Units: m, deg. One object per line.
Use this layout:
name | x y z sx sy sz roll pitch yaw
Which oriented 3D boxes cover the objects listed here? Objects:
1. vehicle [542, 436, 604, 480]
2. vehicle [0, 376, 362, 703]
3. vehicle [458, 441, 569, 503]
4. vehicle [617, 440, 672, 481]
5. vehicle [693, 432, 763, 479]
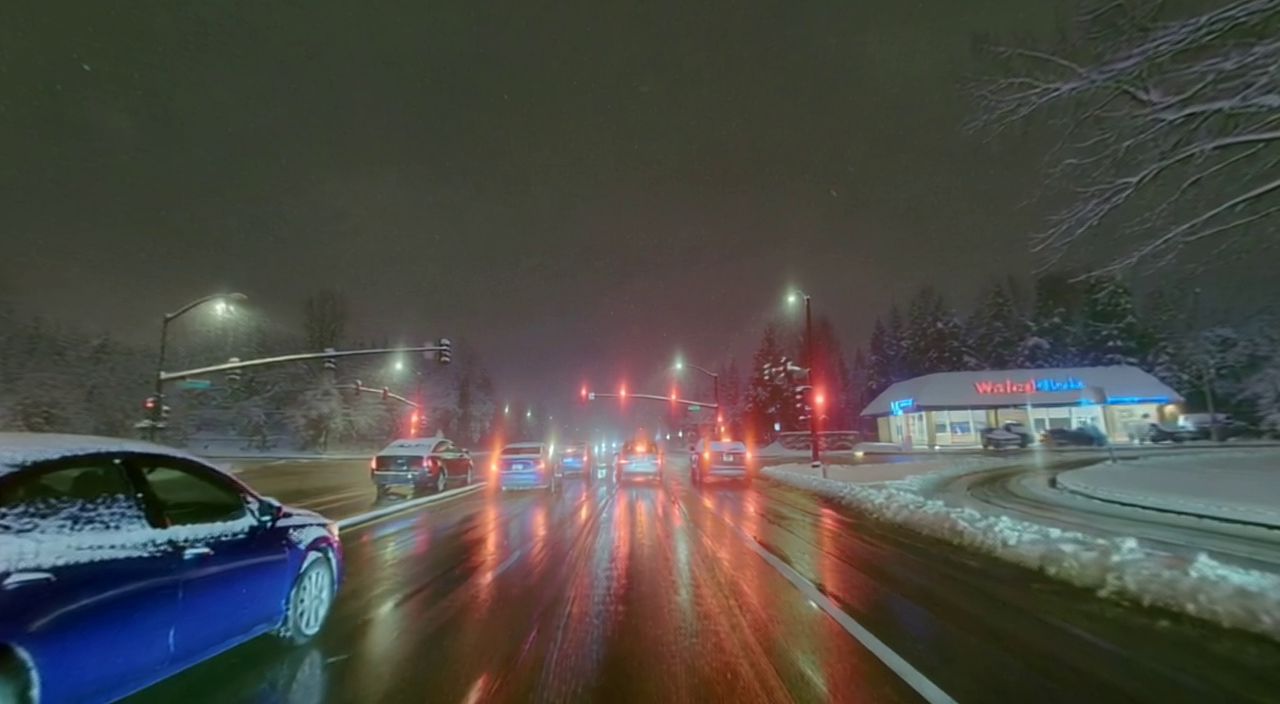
vehicle | -2.745 4.493 26.866 2.072 1.694 4.070 0 -9 2
vehicle | -3.120 0.836 1.904 2.249 1.517 4.951 0 -9 1
vehicle | -3.291 3.226 17.339 2.014 1.472 4.357 0 -9 2
vehicle | 0.196 4.329 25.340 2.032 1.499 3.994 0 -9 1
vehicle | 3.417 4.152 25.356 2.076 1.691 4.402 0 -9 -2
